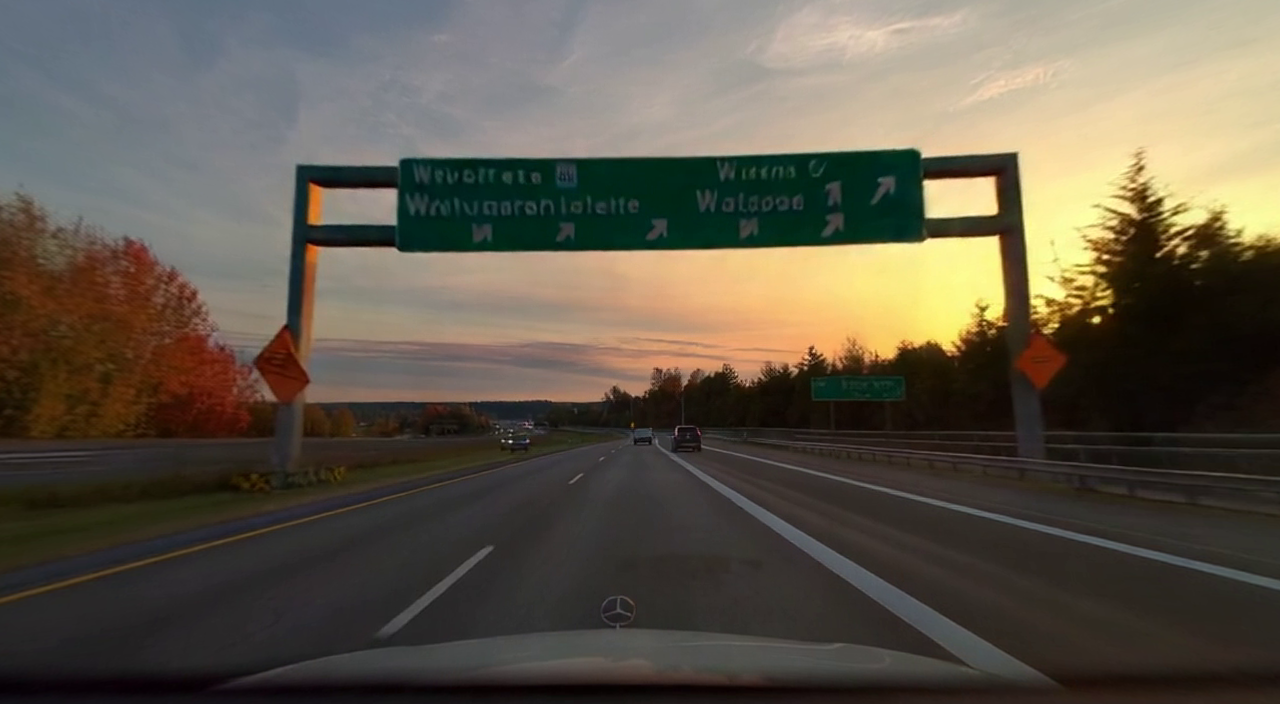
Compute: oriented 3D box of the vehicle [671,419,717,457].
[{"bbox_3d":[3.377,5.545,40.633,2.450,2.314,4.753,0,-8,-1],"label":"vehicle"}]
